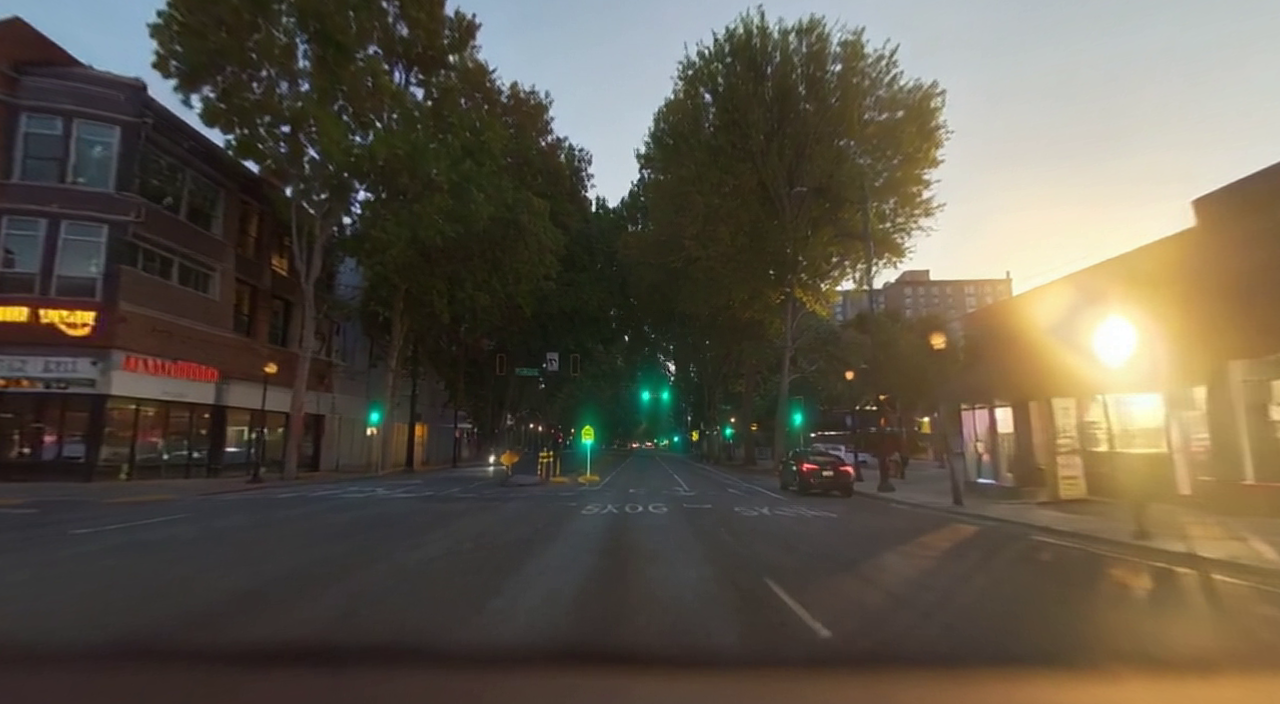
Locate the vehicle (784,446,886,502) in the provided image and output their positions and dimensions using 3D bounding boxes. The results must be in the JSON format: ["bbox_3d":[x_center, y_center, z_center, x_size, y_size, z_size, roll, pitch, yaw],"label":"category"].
[{"bbox_3d":[6.131,3.855,20.407,1.906,1.523,4.336,2,-9,0],"label":"vehicle"}]
